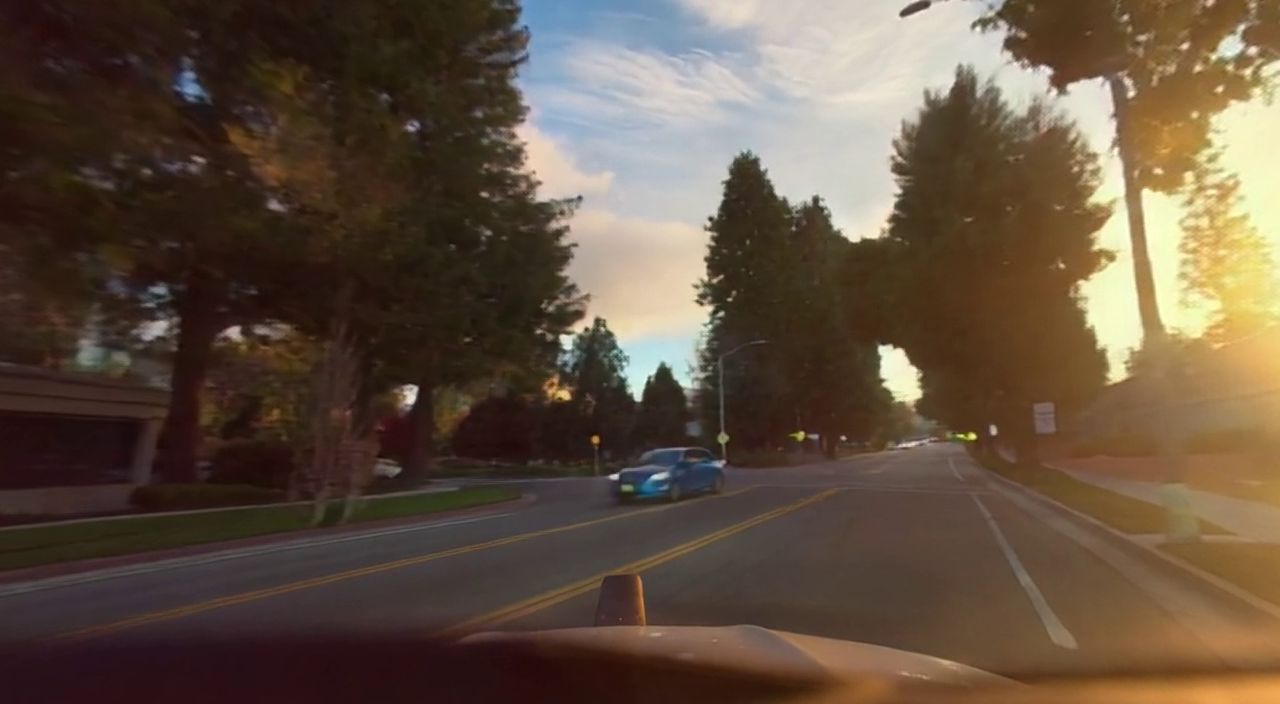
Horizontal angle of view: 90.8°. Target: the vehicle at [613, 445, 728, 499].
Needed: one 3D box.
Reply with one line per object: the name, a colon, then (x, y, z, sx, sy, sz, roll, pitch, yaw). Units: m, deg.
vehicle: (1.082, 3.656, 19.775, 1.926, 1.465, 4.433, -4, -9, 26)
